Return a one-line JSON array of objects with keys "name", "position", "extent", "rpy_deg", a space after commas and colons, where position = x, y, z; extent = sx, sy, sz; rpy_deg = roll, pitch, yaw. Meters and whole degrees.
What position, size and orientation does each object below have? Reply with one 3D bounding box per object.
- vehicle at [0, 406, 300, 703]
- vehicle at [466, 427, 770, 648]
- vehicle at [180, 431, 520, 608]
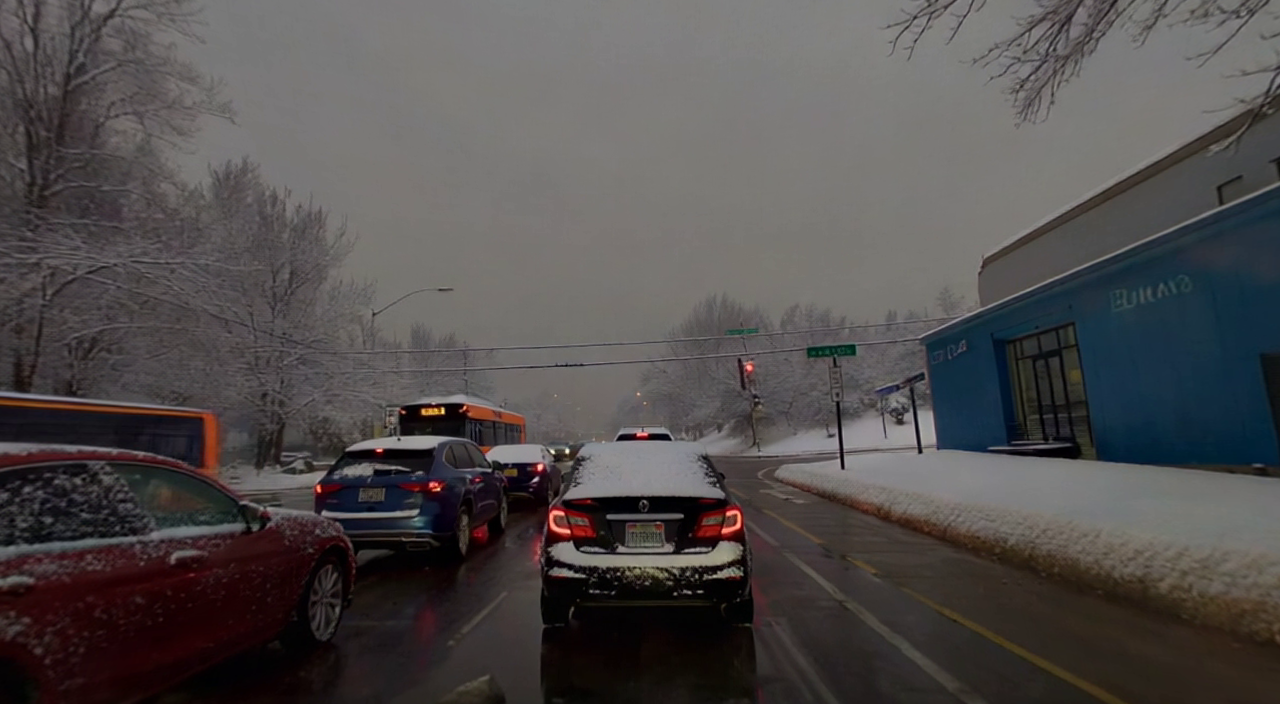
[{"name": "vehicle", "position": [-3.167, 0.869, 1.726], "extent": [1.867, 1.486, 4.452], "rpy_deg": [0, -8, 2]}, {"name": "vehicle", "position": [-0.134, 1.525, 6.170], "extent": [2.031, 1.461, 3.763], "rpy_deg": [0, -8, 0]}, {"name": "vehicle", "position": [-2.905, 1.754, 7.633], "extent": [1.944, 1.481, 4.385], "rpy_deg": [0, -8, 1]}]
